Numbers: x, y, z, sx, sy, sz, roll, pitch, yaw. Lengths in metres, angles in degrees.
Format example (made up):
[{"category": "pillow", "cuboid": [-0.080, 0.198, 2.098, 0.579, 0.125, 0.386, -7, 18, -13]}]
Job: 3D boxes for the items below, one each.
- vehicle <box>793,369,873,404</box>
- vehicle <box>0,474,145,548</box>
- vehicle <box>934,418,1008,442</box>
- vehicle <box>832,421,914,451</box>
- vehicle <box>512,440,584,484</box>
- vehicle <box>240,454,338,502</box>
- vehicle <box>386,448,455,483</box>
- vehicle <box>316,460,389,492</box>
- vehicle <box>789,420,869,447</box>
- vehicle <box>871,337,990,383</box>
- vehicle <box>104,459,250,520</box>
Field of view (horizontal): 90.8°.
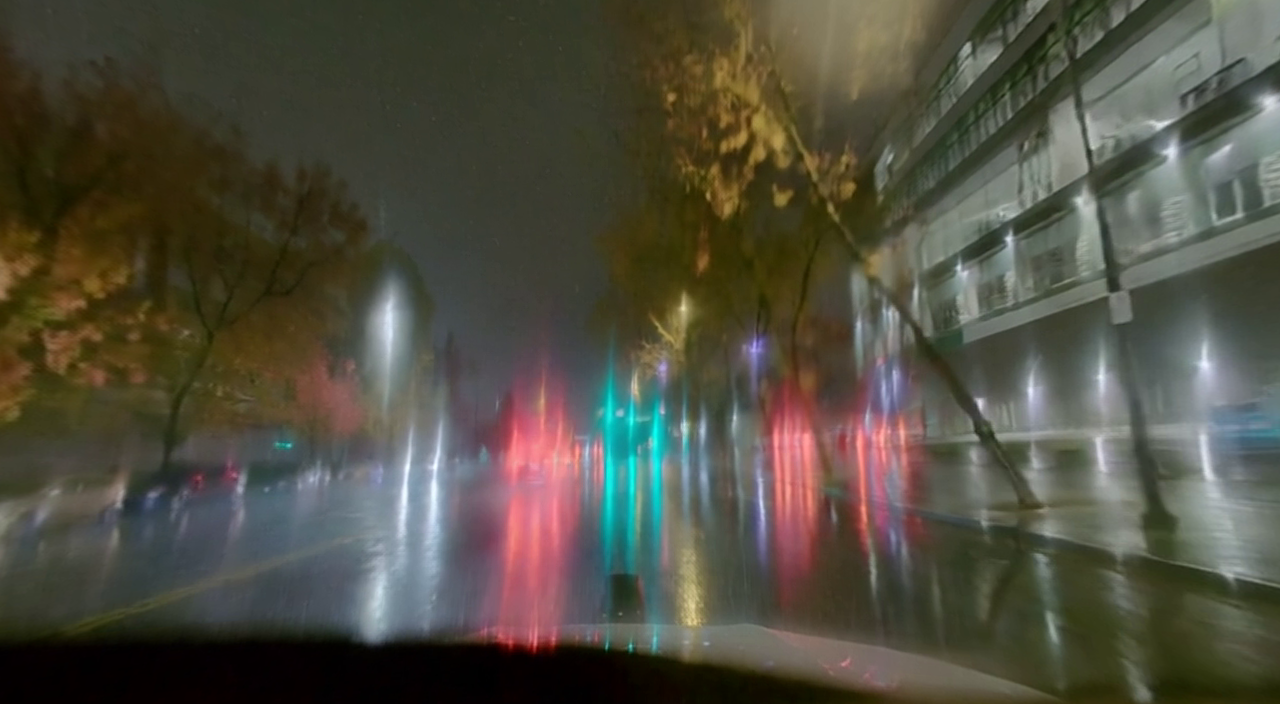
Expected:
[{"category": "vehicle", "cuboid": [11.053, 2.005, 36.282, 3.826, 1.601, 1.807, -4, -7, -5]}, {"category": "vehicle", "cuboid": [-15.996, 4.139, 16.932, 1.871, 1.485, 4.573, 0, -8, -2]}, {"category": "vehicle", "cuboid": [24.958, 5.891, 47.657, 4.439, 1.688, 2.101, 0, -9, -10]}, {"category": "vehicle", "cuboid": [12.240, 4.427, 33.292, 3.527, 1.496, 1.836, 0, -6, -4]}, {"category": "vehicle", "cuboid": [-3.272, 3.966, 23.181, 2.051, 1.454, 4.132, 0, -8, -1]}, {"category": "vehicle", "cuboid": [-16.416, 5.854, 29.832, 2.079, 1.847, 4.592, -4, -8, -1]}, {"category": "vehicle", "cuboid": [-10.640, 5.486, 30.973, 1.884, 1.518, 4.380, 0, -8, -1]}, {"category": "vehicle", "cuboid": [-16.173, 6.980, 35.828, 2.021, 1.438, 4.616, -2, -8, 0]}, {"category": "vehicle", "cuboid": [12.328, 5.382, 41.541, 4.619, 1.626, 2.121, -1, -9, 3]}, {"category": "vehicle", "cuboid": [11.482, 0.337, 25.172, 3.827, 1.556, 1.730, -1, -10, -1]}, {"category": "vehicle", "cuboid": [-16.310, 4.806, 22.628, 1.897, 1.805, 4.538, 0, -8, -3]}]
